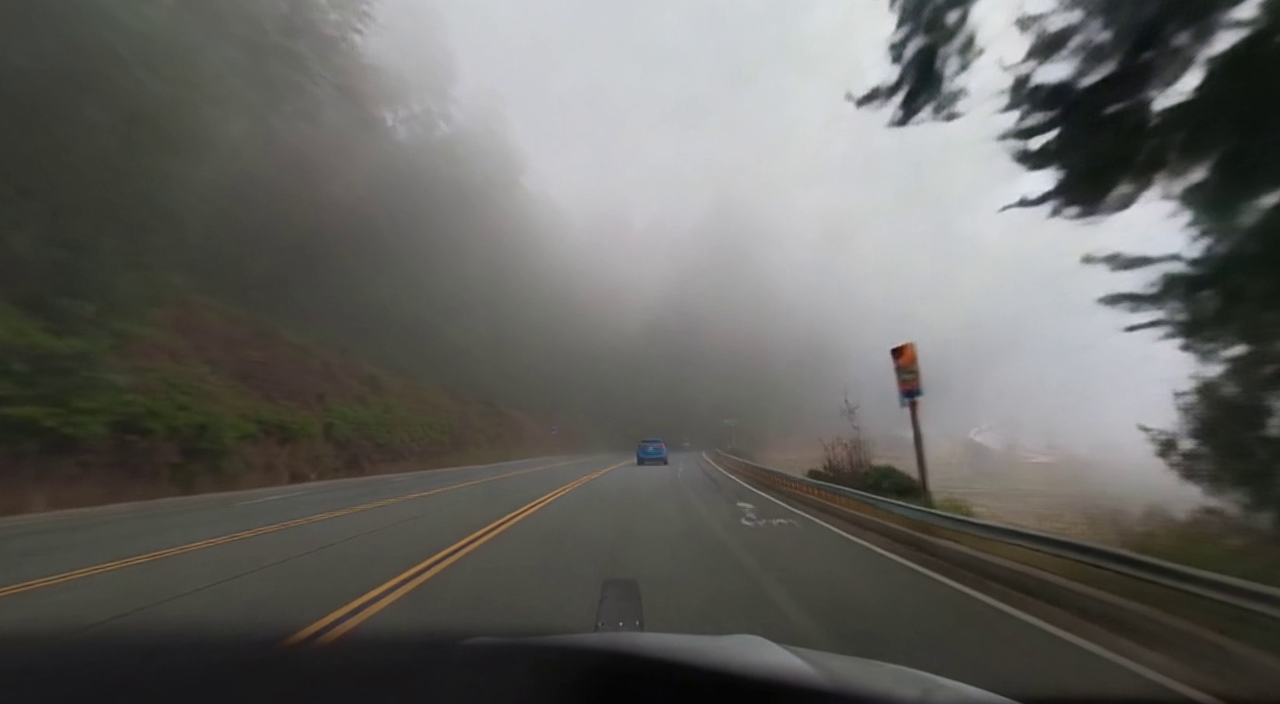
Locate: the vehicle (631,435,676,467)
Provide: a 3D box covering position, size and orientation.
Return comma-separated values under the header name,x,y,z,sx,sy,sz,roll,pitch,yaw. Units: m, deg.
name,x,y,z,sx,sy,sz,roll,pitch,yaw
vehicle,0.816,5.592,35.712,2.294,1.708,4.110,-1,-9,4
